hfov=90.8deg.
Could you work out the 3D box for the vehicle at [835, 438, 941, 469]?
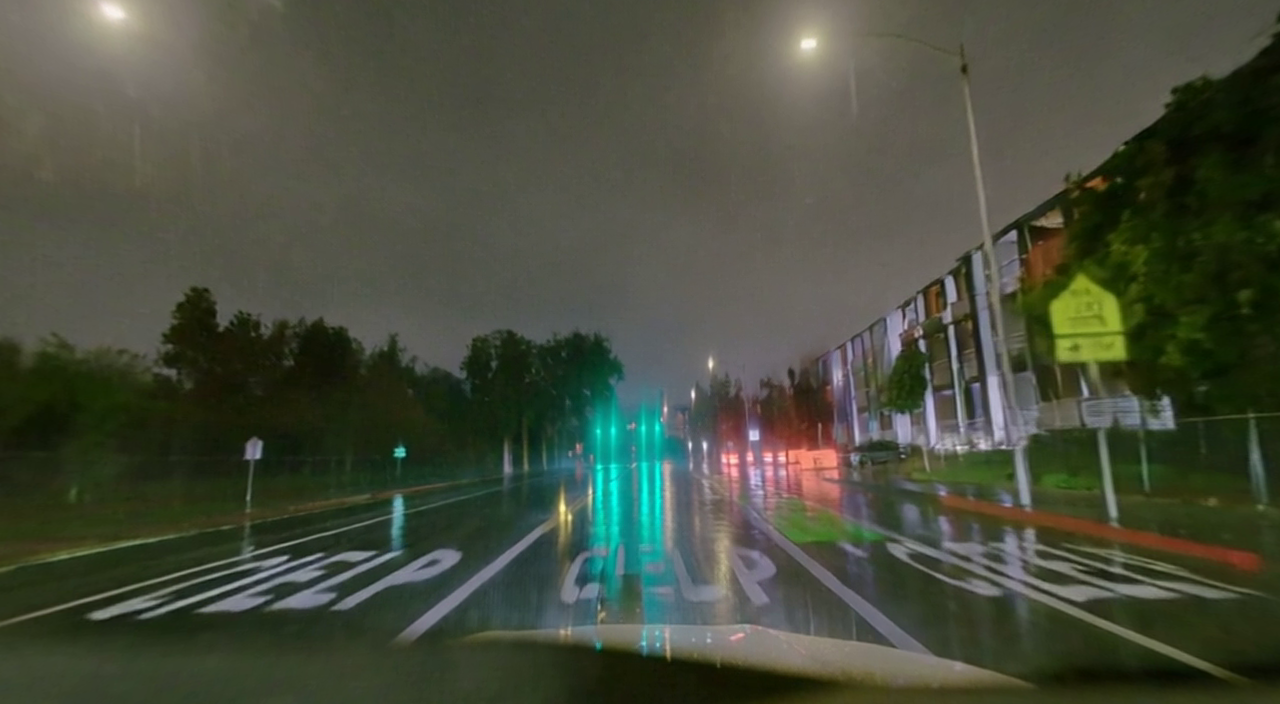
[{"bbox_3d":[11.810,4.864,30.300,4.251,1.418,1.896,-1,-9,3],"label":"vehicle"}]
